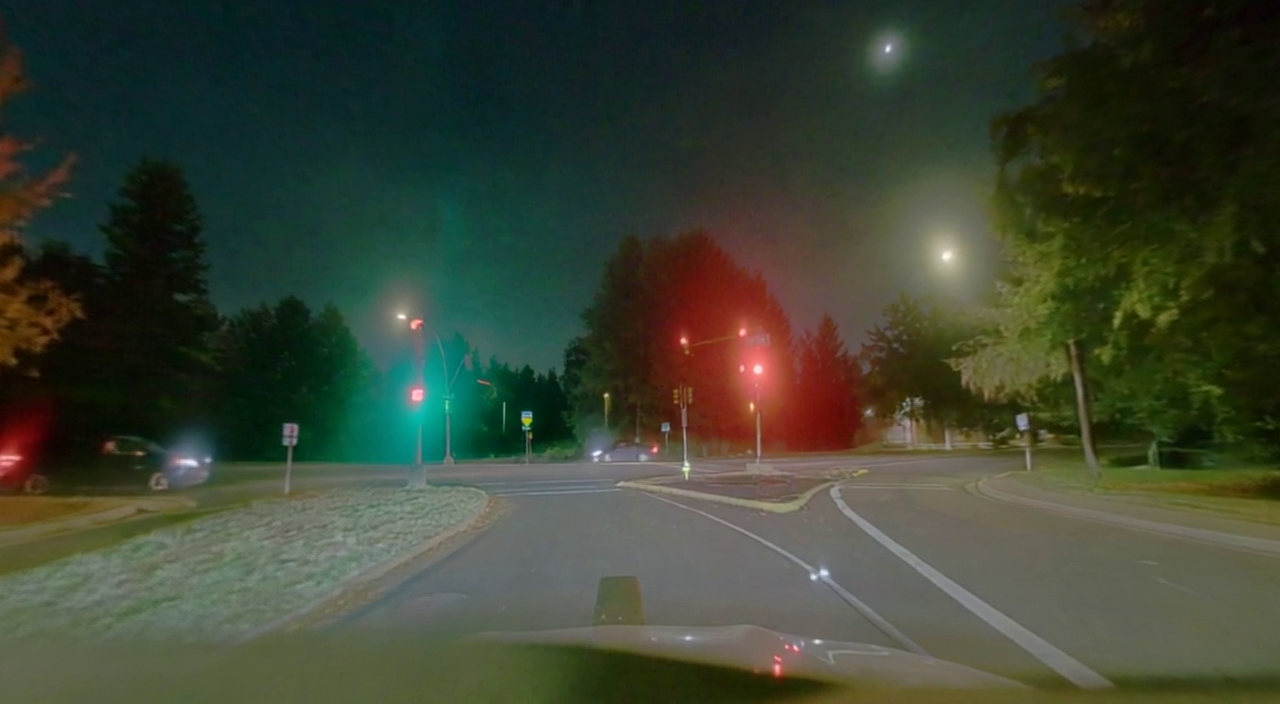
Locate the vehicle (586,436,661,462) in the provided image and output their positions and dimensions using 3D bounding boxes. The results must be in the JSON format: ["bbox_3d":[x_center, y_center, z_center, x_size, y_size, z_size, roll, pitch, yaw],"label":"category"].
[{"bbox_3d":[-1.096,6.470,42.304,4.602,1.667,1.933,4,-10,-28],"label":"vehicle"}]

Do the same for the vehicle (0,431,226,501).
[{"bbox_3d":[-13.678,2.896,16.437,4.545,1.602,2.014,4,-9,-27],"label":"vehicle"}]
